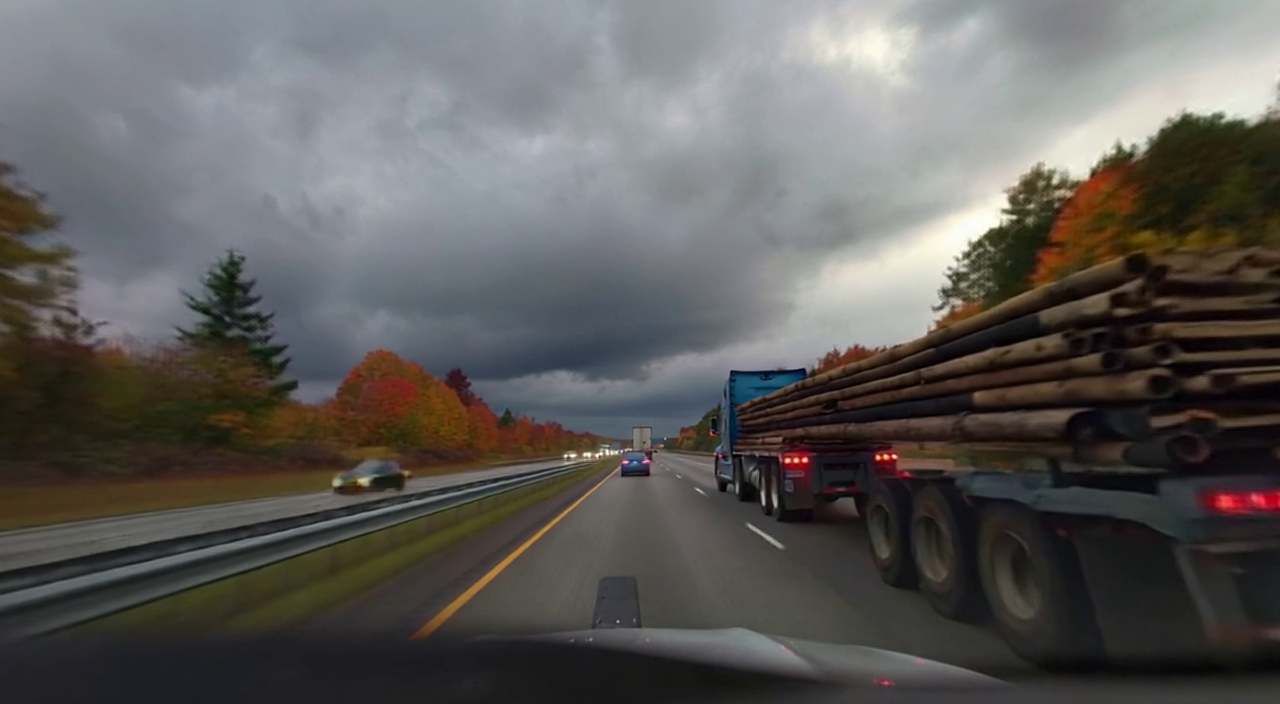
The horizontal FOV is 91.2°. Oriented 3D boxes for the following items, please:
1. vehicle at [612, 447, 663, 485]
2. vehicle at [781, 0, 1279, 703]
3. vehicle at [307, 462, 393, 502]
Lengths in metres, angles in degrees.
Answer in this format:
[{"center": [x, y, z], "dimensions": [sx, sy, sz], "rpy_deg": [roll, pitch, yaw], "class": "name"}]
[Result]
[{"center": [-0.105, 5.044, 28.031], "dimensions": [2.099, 1.506, 4.097], "rpy_deg": [0, -9, 0], "class": "vehicle"}, {"center": [3.964, 0.320, 6.267], "dimensions": [3.004, 3.923, 8.363], "rpy_deg": [0, -9, -1], "class": "vehicle"}, {"center": [-12.392, 5.561, 27.048], "dimensions": [1.810, 1.462, 3.899], "rpy_deg": [-1, -9, 0], "class": "vehicle"}]
